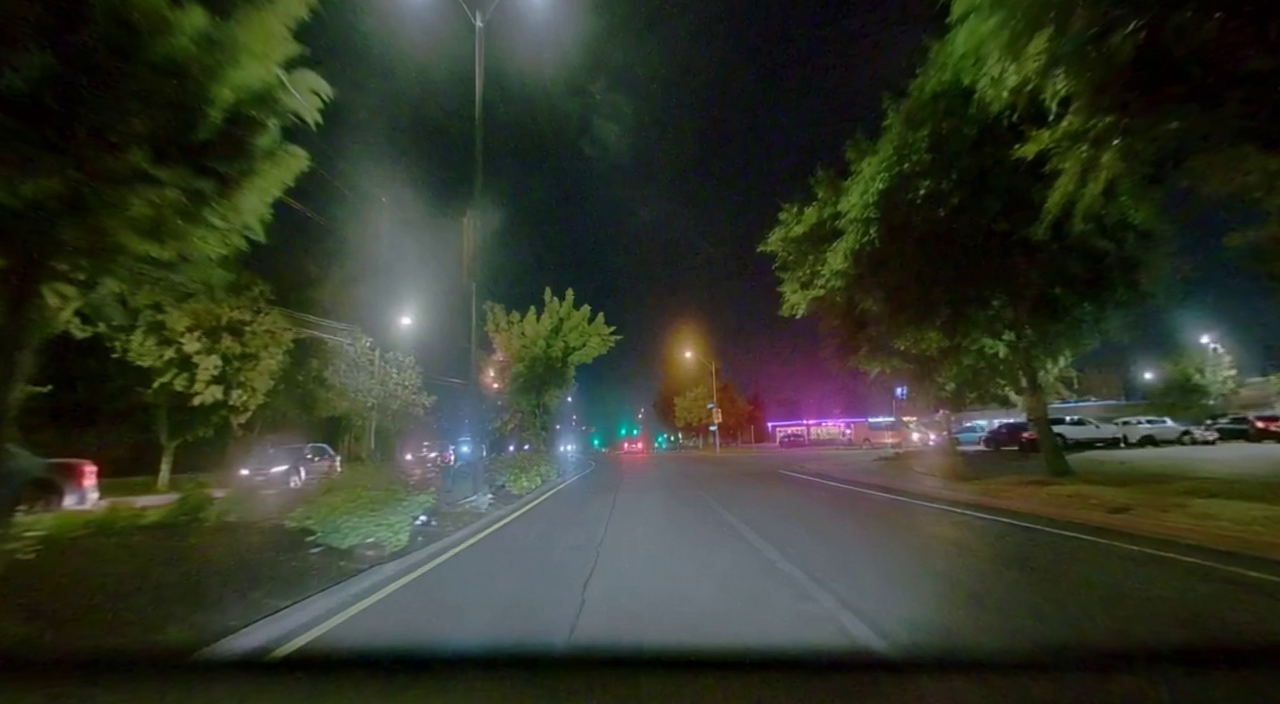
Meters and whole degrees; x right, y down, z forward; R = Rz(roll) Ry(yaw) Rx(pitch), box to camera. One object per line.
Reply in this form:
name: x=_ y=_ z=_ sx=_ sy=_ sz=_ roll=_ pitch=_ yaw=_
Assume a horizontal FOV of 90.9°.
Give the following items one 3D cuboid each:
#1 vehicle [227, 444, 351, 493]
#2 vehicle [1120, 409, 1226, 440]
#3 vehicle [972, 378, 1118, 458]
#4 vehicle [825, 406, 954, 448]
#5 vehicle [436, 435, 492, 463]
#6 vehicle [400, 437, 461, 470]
vehicle: x=-11.909 y=3.936 z=21.782 sx=1.931 sy=1.493 sz=4.308 roll=0 pitch=-8 yaw=-3
vehicle: x=31.818 y=4.376 z=37.719 sx=4.528 sy=1.734 sz=1.985 roll=0 pitch=-8 yaw=-1
vehicle: x=17.629 y=3.131 z=28.279 sx=2.920 sy=2.995 sz=8.704 roll=-3 pitch=-9 yaw=16
vehicle: x=18.777 y=5.709 z=47.784 sx=8.462 sy=3.012 sz=2.906 roll=0 pitch=-8 yaw=-1
vehicle: x=-12.103 y=6.720 z=43.796 sx=2.471 sy=1.783 sz=5.903 roll=0 pitch=-8 yaw=-3
vehicle: x=-10.474 y=5.100 z=31.788 sx=1.778 sy=1.517 sz=3.923 roll=0 pitch=-8 yaw=-1
